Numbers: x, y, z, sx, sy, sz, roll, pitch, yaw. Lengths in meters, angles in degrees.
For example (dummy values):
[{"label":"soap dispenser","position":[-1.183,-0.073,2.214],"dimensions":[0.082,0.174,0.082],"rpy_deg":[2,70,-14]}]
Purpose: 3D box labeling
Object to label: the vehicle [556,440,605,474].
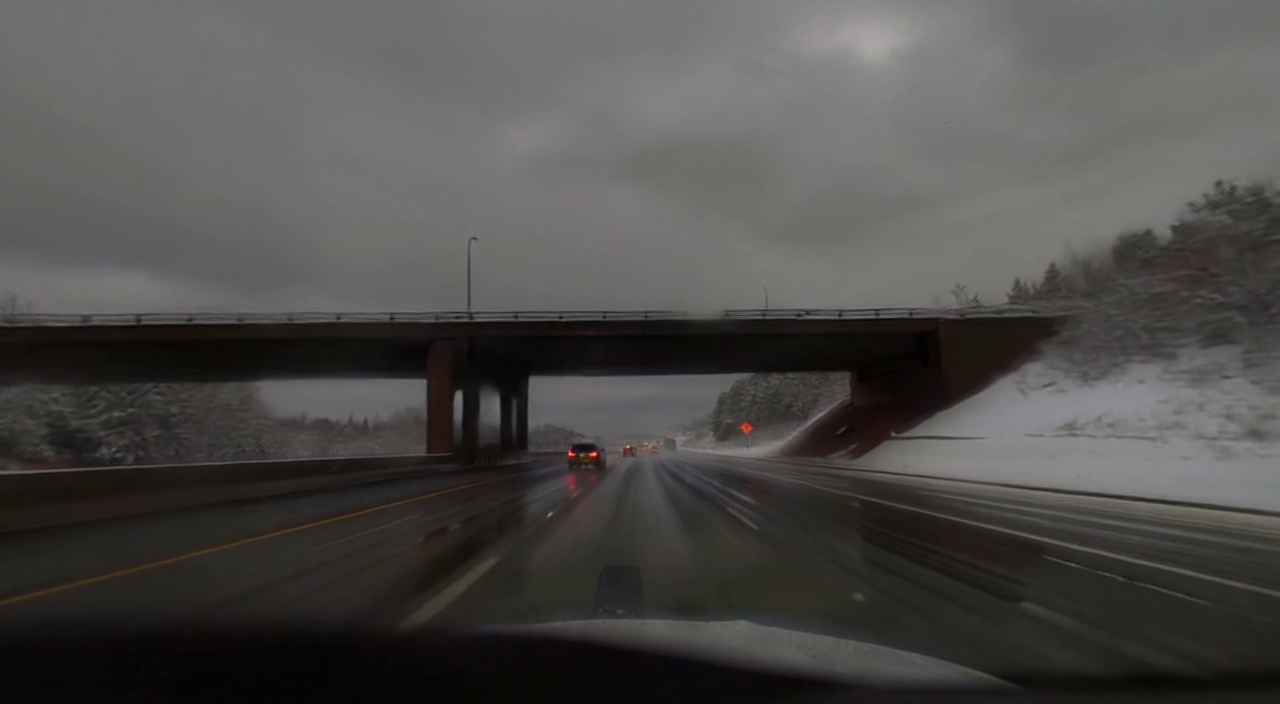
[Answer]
[{"label":"vehicle","position":[-3.197,5.791,34.852],"dimensions":[2.181,1.730,4.517],"rpy_deg":[0,-9,1]}]
